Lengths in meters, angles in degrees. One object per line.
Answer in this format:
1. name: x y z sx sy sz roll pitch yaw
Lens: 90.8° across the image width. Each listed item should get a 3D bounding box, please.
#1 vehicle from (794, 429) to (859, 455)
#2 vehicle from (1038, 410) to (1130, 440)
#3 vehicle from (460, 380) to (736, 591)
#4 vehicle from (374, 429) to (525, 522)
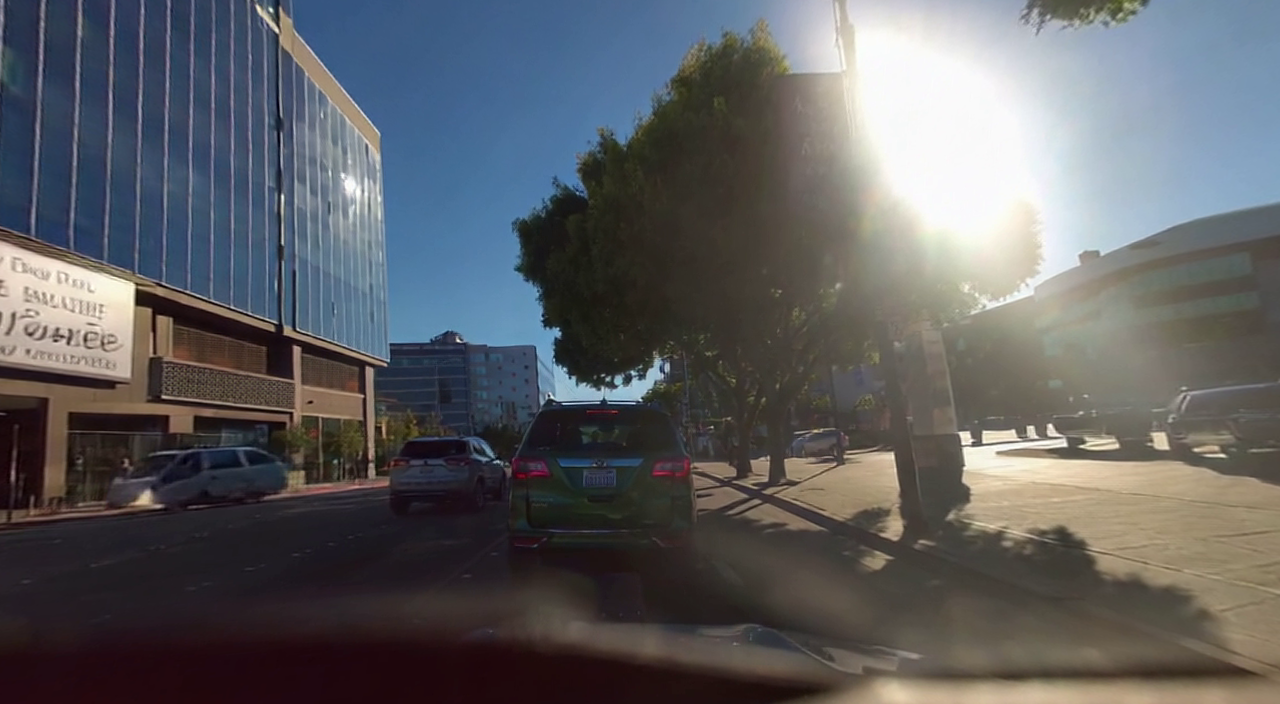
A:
1. vehicle: 10.696 5.155 36.119 1.877 1.416 3.965 -8 -11 43
2. vehicle: 24.458 4.054 34.888 3.826 1.544 1.754 1 -8 -5
3. vehicle: -0.456 1.544 8.123 2.531 1.930 4.382 0 -8 -2
4. vehicle: -3.888 2.584 13.828 1.971 1.658 4.428 0 -8 -1
